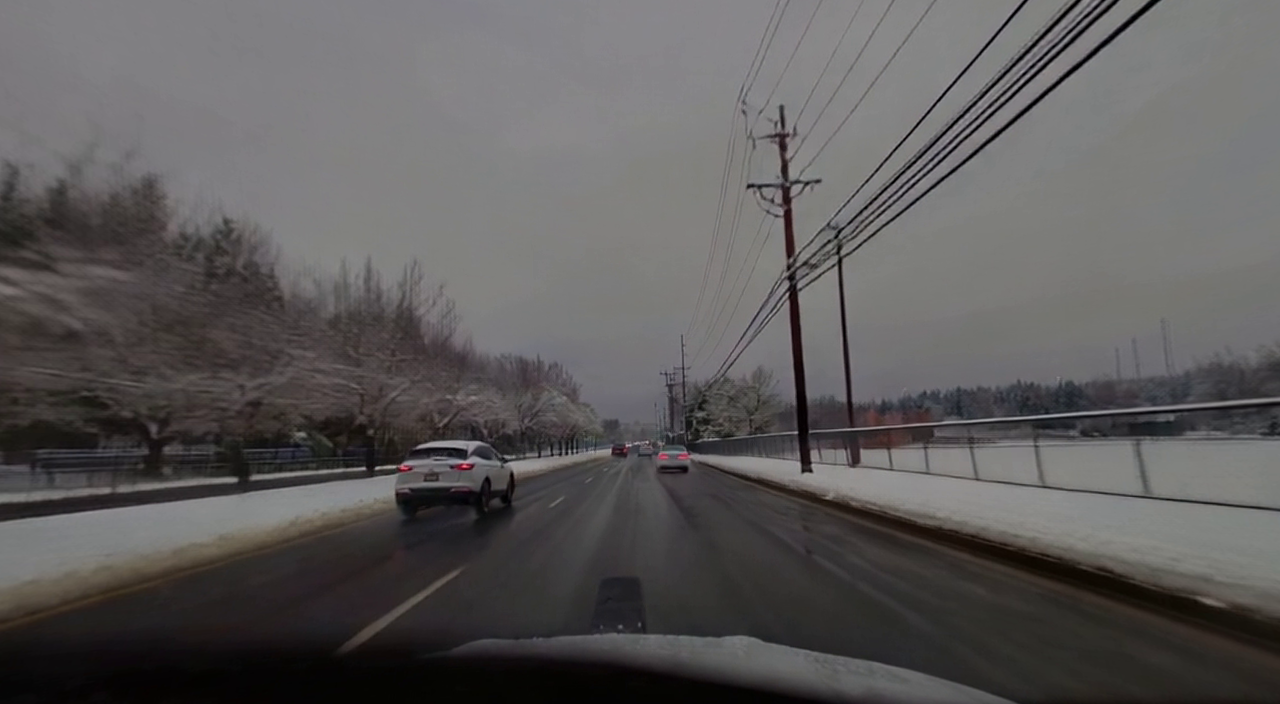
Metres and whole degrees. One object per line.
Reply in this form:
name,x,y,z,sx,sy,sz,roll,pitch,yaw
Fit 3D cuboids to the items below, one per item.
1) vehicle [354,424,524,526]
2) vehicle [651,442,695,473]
vehicle,-3.800,2.394,12.820,1.950,1.692,4.397,0,-8,1
vehicle,1.596,5.298,31.800,2.059,1.486,3.980,0,-8,1
